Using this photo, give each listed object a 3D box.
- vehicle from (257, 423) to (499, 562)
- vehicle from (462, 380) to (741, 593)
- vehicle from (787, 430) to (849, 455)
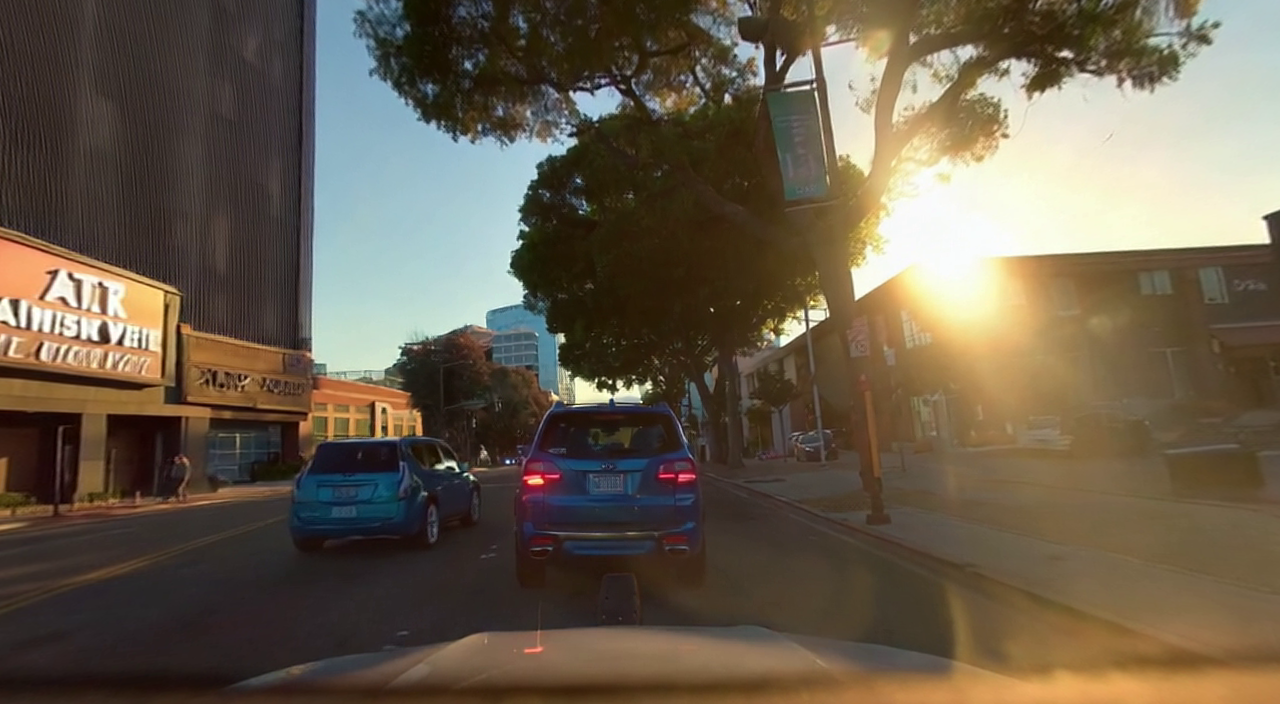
[{"bbox_3d":[-3.689,2.033,9.961,1.971,1.658,4.428,0,-8,-1],"label":"vehicle"},{"bbox_3d":[-0.416,1.543,8.062,2.531,1.930,4.382,0,-8,-2],"label":"vehicle"},{"bbox_3d":[10.610,5.377,37.505,1.877,1.416,3.965,-8,-11,43],"label":"vehicle"}]
